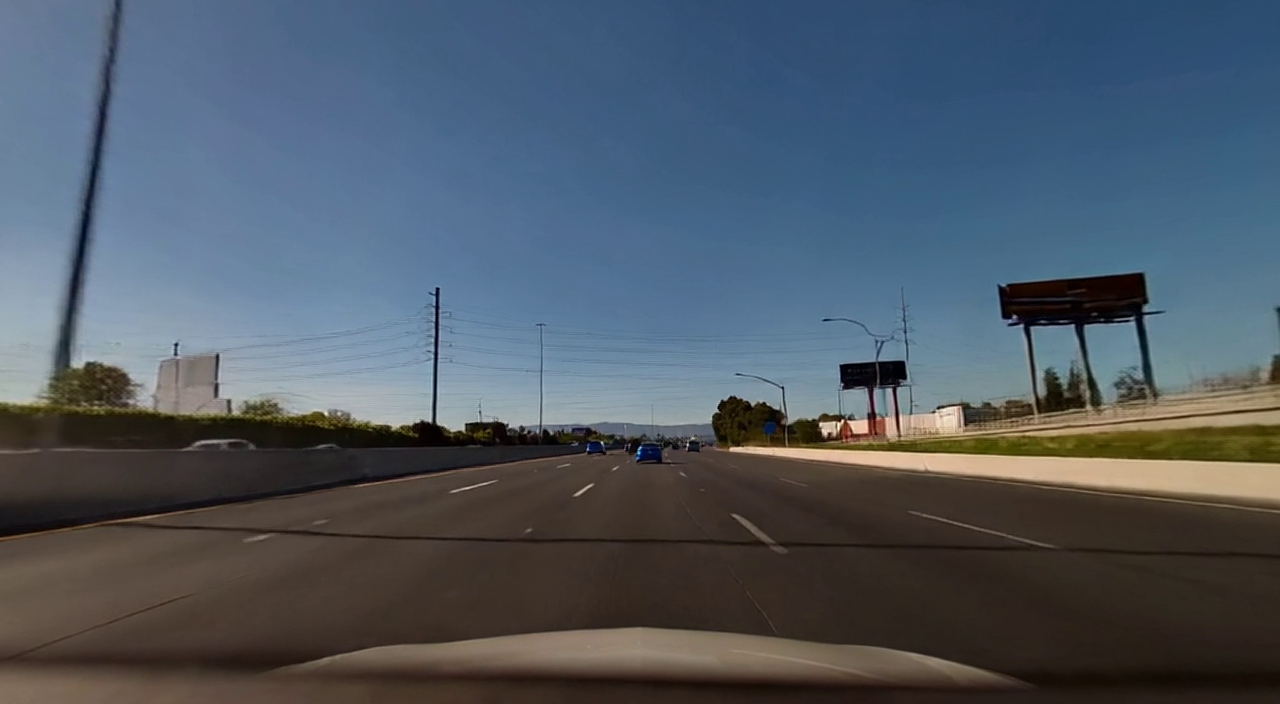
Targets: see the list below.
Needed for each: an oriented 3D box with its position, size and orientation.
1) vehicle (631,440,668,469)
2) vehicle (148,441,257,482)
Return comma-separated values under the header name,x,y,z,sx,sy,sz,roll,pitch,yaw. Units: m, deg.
name,x,y,z,sx,sy,sz,roll,pitch,yaw
vehicle,0.584,5.986,37.126,2.074,1.574,3.971,-1,-8,1
vehicle,-15.705,3.914,22.884,1.481,1.361,3.357,-1,-8,1
